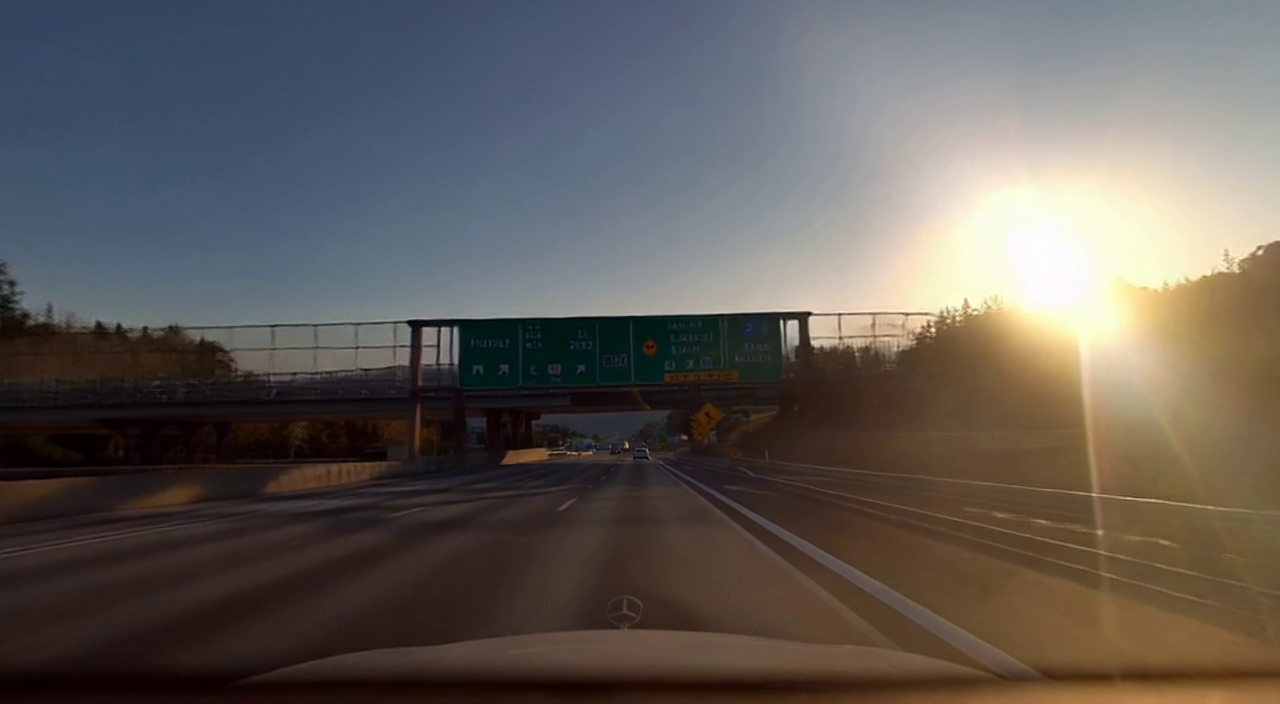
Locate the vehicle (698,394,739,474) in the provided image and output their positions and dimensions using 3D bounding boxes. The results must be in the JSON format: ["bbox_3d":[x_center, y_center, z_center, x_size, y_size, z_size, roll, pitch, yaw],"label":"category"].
[{"bbox_3d":[4.143,4.410,33.745,1.697,3.935,4.195,-2,-9,3],"label":"vehicle"}]
